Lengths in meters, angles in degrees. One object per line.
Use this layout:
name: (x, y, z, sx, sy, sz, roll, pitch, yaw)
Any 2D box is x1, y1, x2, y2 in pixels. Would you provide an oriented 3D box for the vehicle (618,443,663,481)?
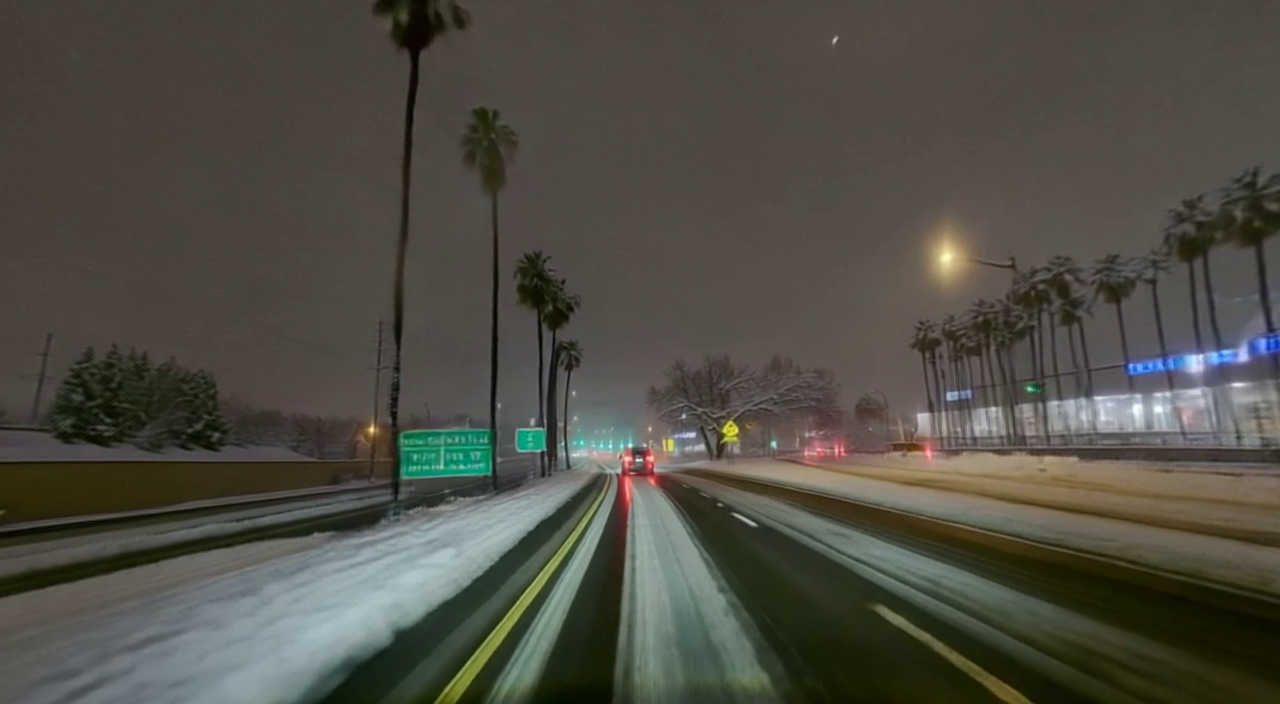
vehicle: (-0.026, 5.495, 31.719, 2.089, 1.718, 4.193, 0, -9, -1)
